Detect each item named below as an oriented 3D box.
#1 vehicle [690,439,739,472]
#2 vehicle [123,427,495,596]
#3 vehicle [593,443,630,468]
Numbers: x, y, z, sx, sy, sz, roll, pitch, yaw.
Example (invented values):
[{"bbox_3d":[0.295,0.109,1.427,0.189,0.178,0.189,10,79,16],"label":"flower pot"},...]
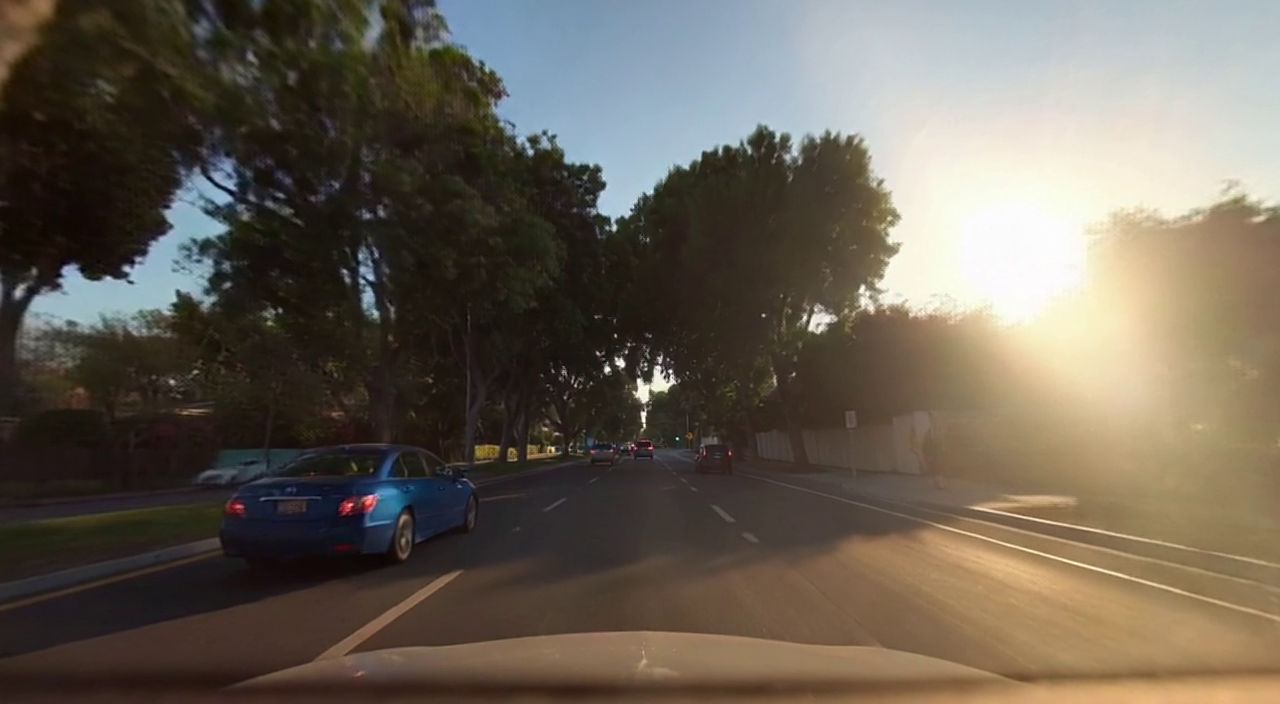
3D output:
[{"bbox_3d":[4.052,5.661,34.815,2.182,1.688,4.187,0,-8,0],"label":"vehicle"},{"bbox_3d":[-3.580,1.814,8.256,2.091,1.503,4.989,0,-8,1],"label":"vehicle"},{"bbox_3d":[-1.750,6.623,40.566,1.940,1.473,4.133,-1,-8,4],"label":"vehicle"}]
